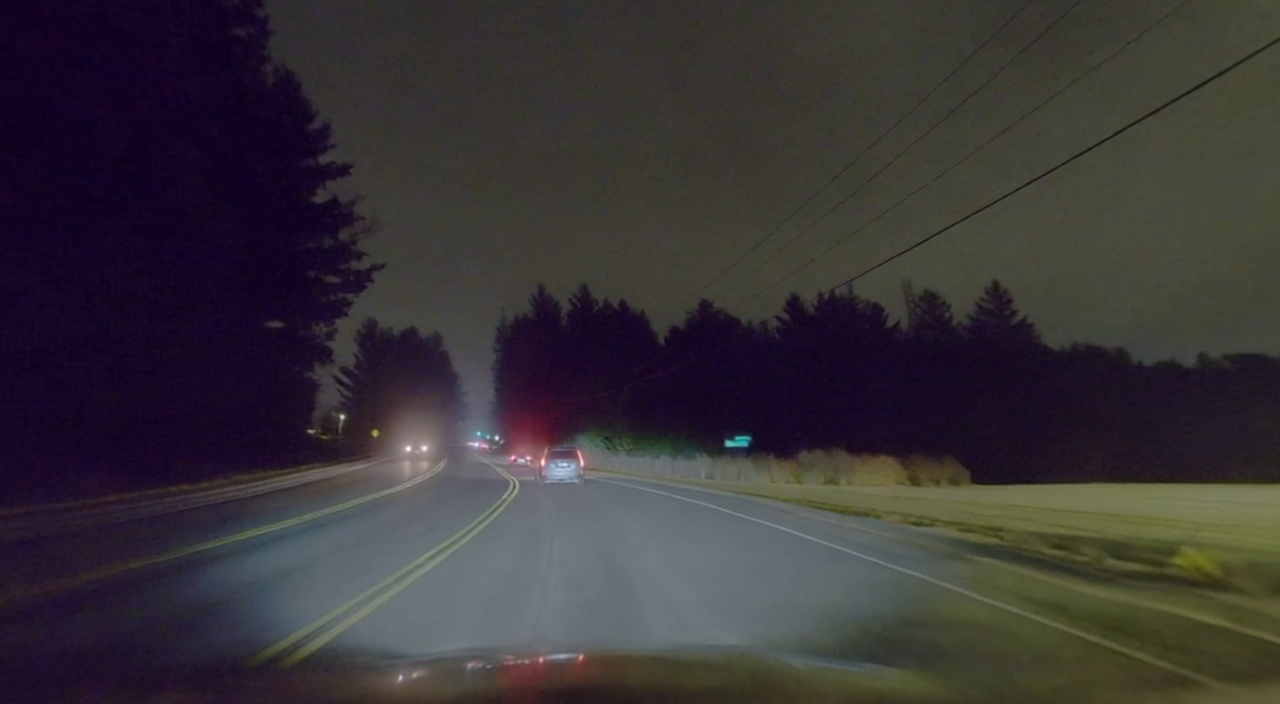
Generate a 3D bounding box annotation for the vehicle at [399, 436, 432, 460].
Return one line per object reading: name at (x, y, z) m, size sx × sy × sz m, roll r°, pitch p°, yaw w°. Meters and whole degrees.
vehicle at (-16.490, 7.066, 46.364) m, size 1.894 × 1.621 × 3.900 m, roll 2°, pitch -9°, yaw -14°

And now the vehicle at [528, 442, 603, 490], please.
vehicle at (-2.735, 3.979, 22.350) m, size 2.296 × 1.510 × 4.068 m, roll 2°, pitch -9°, yaw -11°
